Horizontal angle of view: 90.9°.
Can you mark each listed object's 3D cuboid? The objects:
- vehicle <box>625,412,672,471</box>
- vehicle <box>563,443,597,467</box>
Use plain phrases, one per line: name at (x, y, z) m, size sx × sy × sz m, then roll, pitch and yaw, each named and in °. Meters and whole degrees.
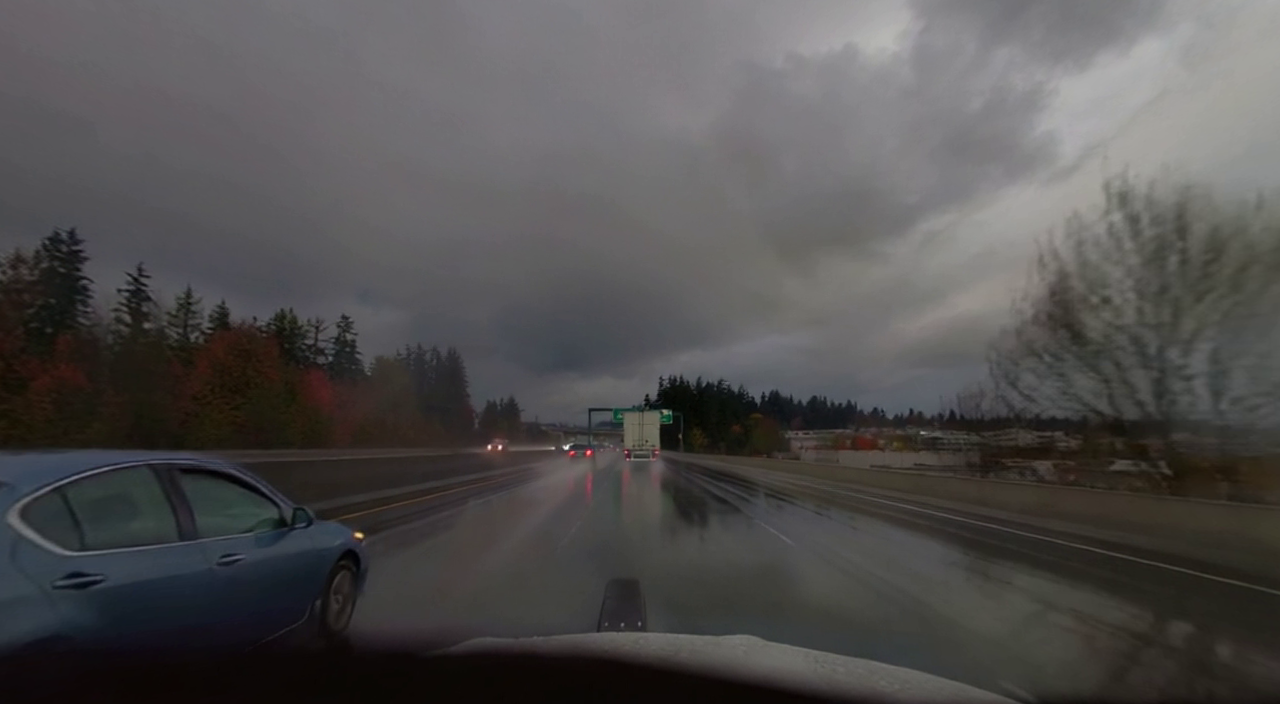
vehicle at (0.446, 6.226, 43.690) m, size 2.893 × 3.628 × 9.081 m, roll 0°, pitch -9°, yaw -1°
vehicle at (-4.387, 7.582, 46.433) m, size 2.079 × 1.656 × 3.965 m, roll 0°, pitch -9°, yaw 0°
